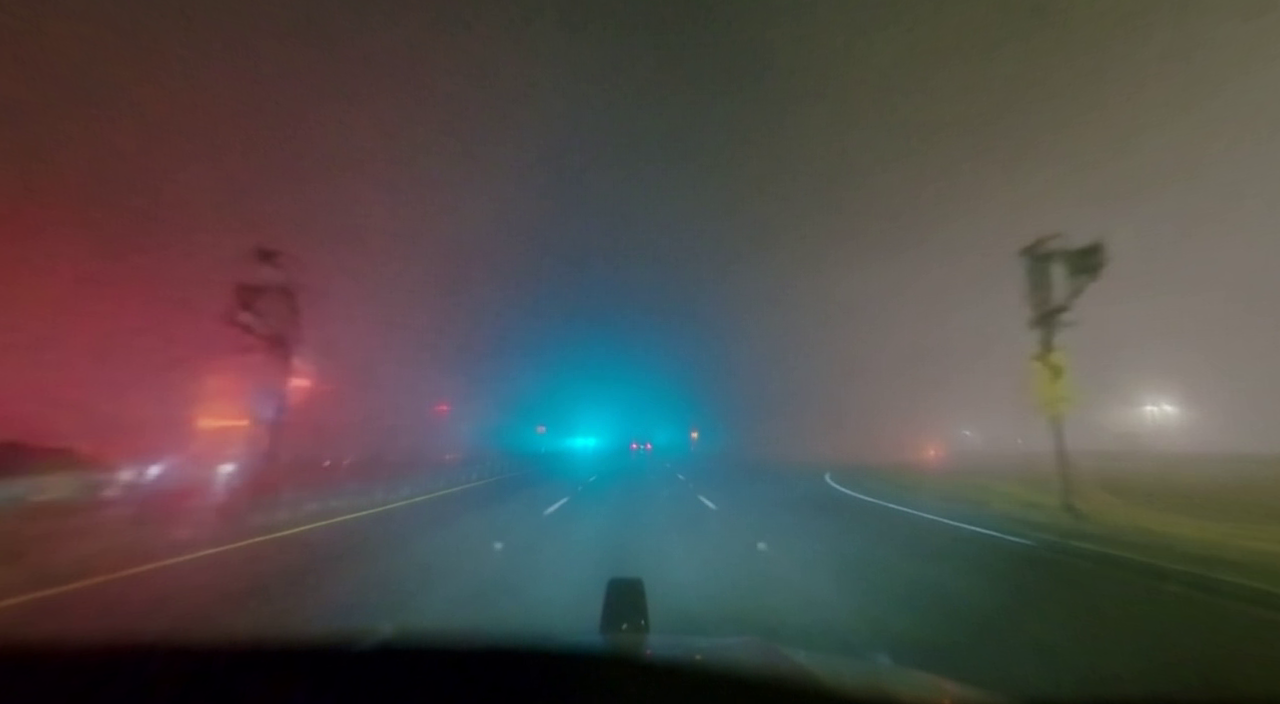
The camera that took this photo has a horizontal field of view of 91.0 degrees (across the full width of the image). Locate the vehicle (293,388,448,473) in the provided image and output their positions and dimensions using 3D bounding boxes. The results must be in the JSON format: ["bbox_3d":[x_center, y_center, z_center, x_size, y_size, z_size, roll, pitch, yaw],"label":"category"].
[{"bbox_3d":[-15.072,4.784,37.283,2.972,4.061,14.035,0,-8,0],"label":"vehicle"}]
